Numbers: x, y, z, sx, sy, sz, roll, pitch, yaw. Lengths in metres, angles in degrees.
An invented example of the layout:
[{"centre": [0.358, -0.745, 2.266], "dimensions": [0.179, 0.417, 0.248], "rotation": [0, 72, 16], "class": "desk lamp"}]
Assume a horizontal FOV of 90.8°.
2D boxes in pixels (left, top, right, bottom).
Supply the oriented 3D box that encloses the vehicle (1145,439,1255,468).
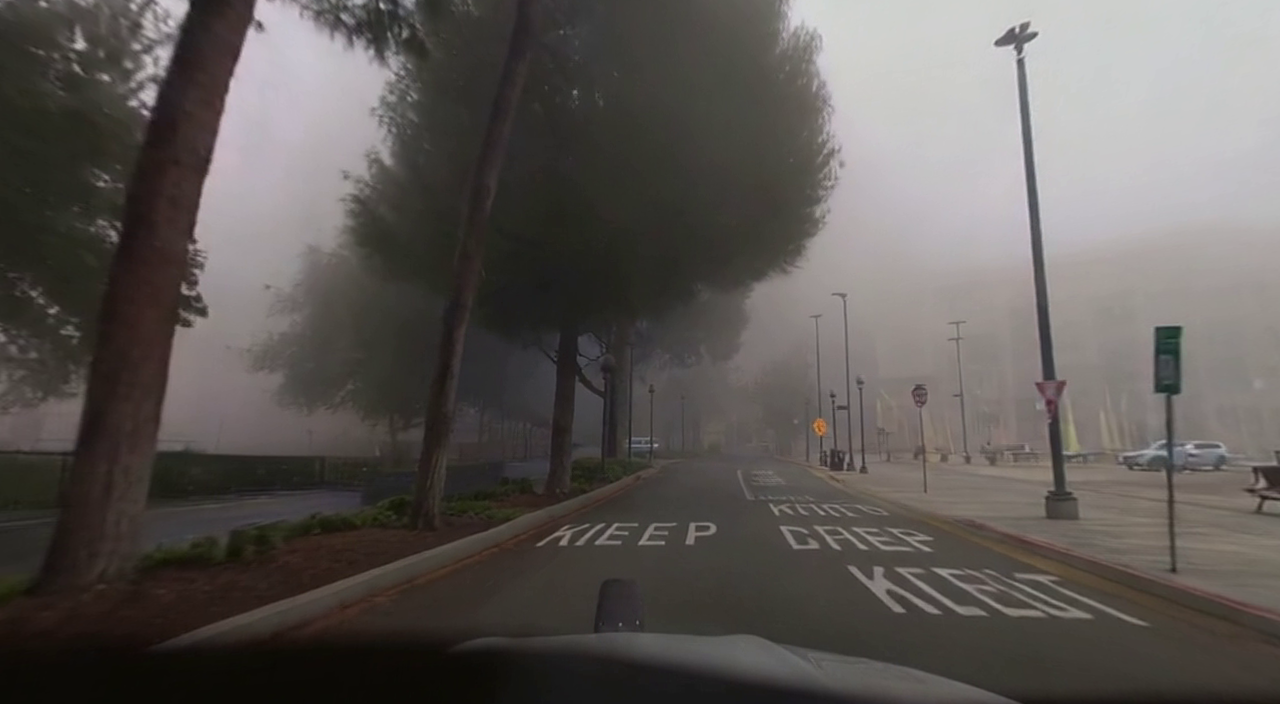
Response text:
[{"centre": [38.289, 6.956, 43.319], "dimensions": [5.090, 1.925, 2.103], "rotation": [-2, -9, 11], "class": "vehicle"}]
